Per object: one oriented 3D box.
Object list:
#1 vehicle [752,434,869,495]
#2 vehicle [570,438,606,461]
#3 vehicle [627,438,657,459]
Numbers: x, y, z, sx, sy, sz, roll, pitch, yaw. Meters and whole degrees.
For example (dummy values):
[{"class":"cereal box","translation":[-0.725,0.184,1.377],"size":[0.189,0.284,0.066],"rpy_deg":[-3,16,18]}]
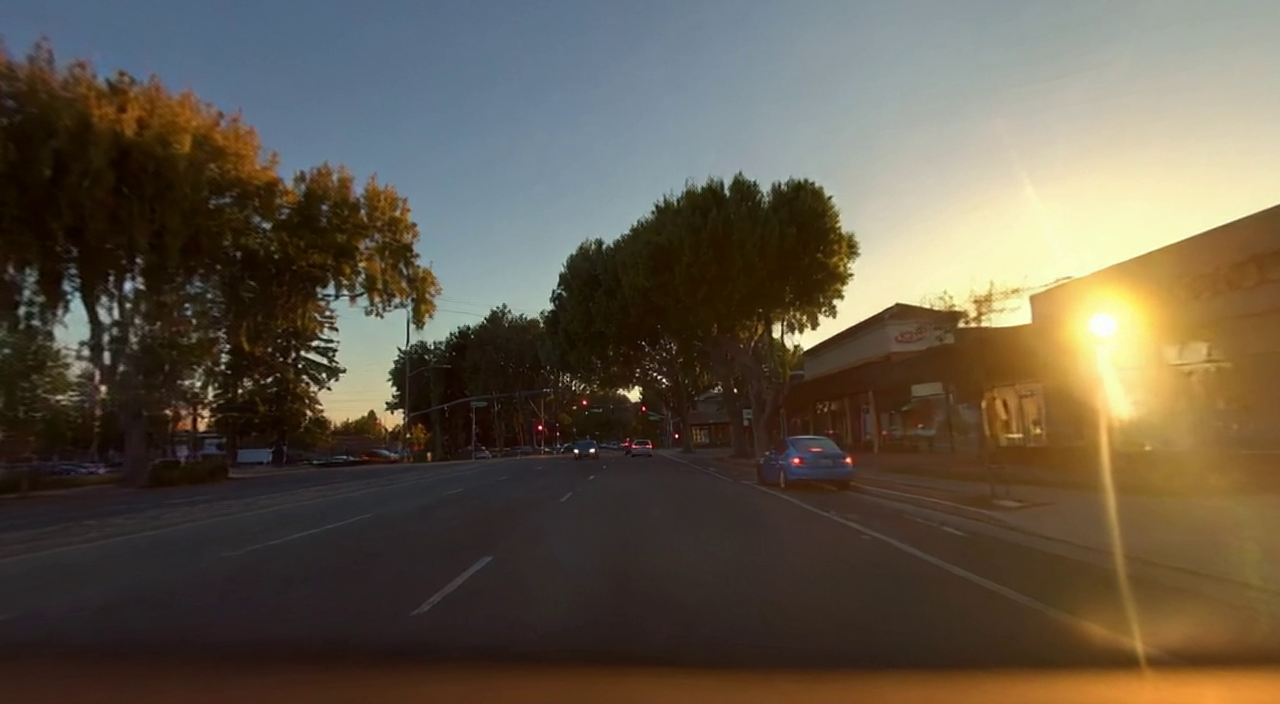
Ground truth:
[{"class":"vehicle","translation":[4.566,3.077,17.605],"size":[1.942,1.469,4.049],"rpy_deg":[0,-8,-3]},{"class":"vehicle","translation":[-3.474,6.618,42.955],"size":[2.032,1.467,4.411],"rpy_deg":[0,-8,1]},{"class":"vehicle","translation":[0.164,6.986,45.796],"size":[2.059,1.456,4.047],"rpy_deg":[0,-8,1]}]
